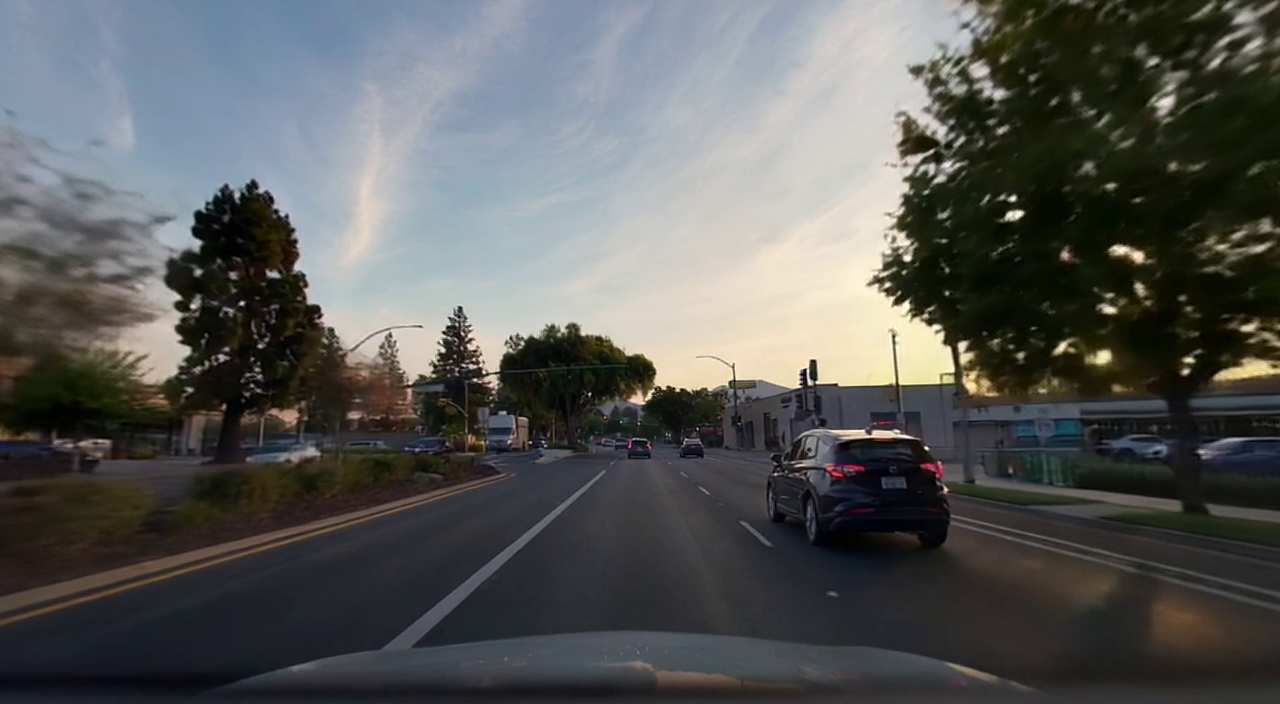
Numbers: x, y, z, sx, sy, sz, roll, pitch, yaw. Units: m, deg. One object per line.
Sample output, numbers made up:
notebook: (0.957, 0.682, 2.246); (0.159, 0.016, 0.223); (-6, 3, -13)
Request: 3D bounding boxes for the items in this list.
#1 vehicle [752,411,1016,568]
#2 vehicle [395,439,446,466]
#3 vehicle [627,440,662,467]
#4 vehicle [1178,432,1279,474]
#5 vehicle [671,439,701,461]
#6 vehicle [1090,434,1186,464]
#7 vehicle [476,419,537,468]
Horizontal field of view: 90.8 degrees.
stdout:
vehicle: (3.036, 1.816, 9.094); (1.969, 1.682, 4.387); (0, -9, -1)
vehicle: (-14.144, 6.475, 40.894); (1.847, 1.624, 3.927); (0, -9, 1)
vehicle: (0.217, 6.134, 38.385); (2.023, 1.532, 3.891); (0, -9, -1)
vehicle: (25.670, 4.242, 26.651); (1.924, 1.595, 4.372); (0, -9, -2)
vehicle: (3.549, 7.685, 49.506); (2.085, 1.668, 4.077); (0, -9, 0)
vehicle: (31.406, 6.151, 40.057); (1.980, 1.792, 4.850); (0, -9, -1)
vehicle: (-7.406, 5.172, 35.767); (2.334, 2.525, 5.893); (0, -8, -2)
